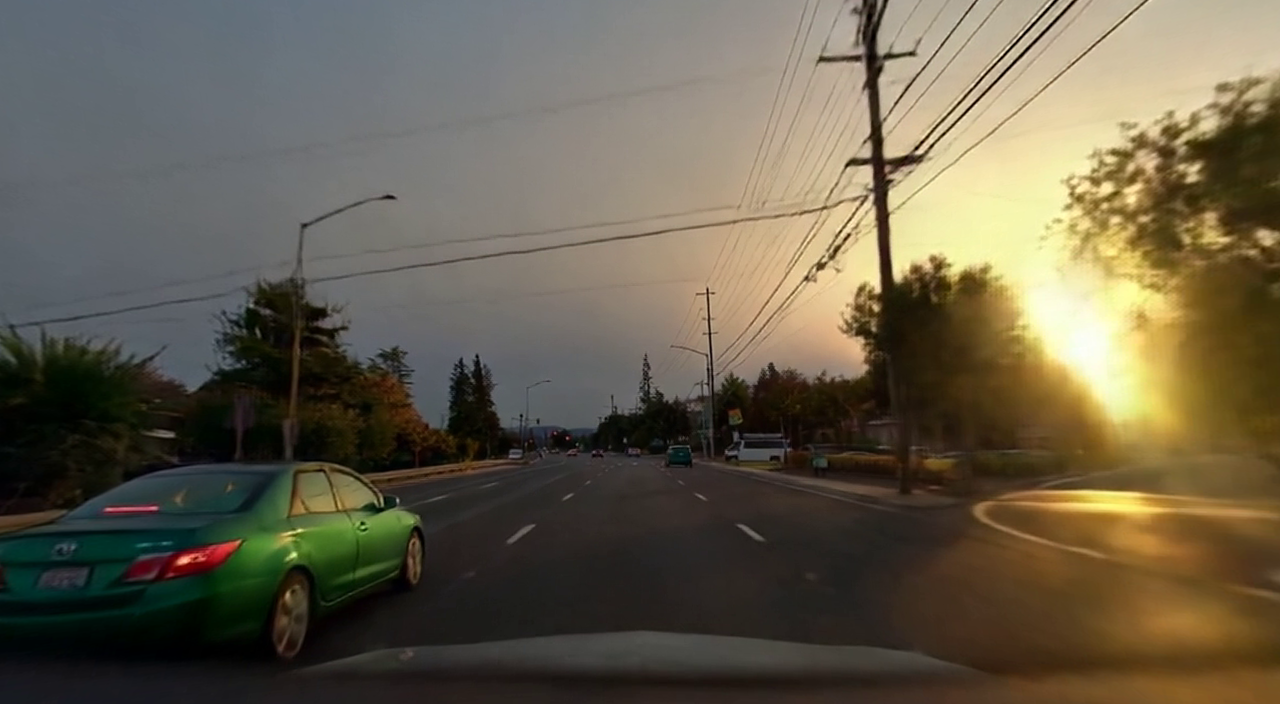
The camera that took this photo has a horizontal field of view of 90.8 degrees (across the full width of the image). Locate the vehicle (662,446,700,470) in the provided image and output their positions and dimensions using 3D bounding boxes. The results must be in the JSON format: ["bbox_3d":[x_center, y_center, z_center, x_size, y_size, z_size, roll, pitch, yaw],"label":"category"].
[{"bbox_3d":[2.643,6.994,41.810,2.015,1.467,4.117,0,-9,-3],"label":"vehicle"}]
